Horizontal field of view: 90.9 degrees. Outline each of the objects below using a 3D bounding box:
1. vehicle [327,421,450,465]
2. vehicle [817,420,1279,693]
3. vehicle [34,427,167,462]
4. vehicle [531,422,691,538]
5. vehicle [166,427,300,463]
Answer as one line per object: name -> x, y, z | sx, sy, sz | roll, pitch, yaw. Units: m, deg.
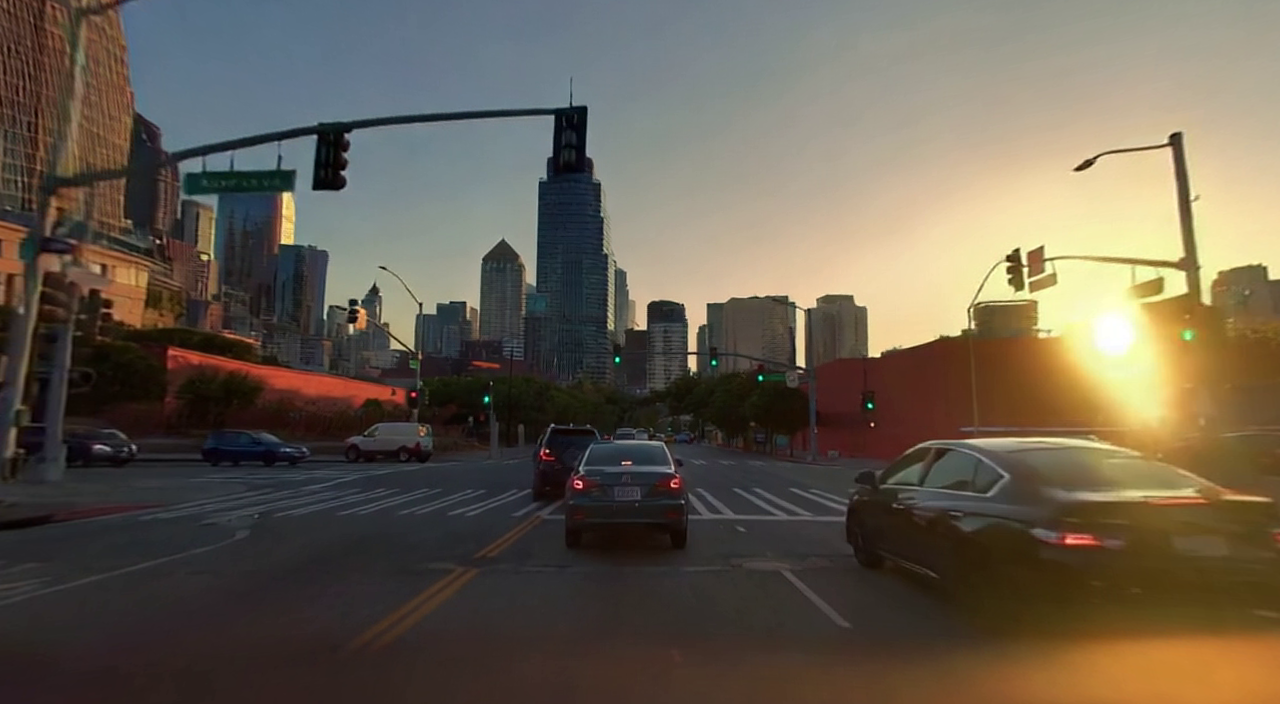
vehicle -> -10.439, 3.789, 26.239 | 4.556, 1.689, 1.982 | -3, -9, 21
vehicle -> 3.232, 1.411, 5.669 | 1.942, 1.443, 4.468 | 0, -8, -1
vehicle -> -23.726, 4.075, 27.827 | 4.243, 1.454, 1.789 | 0, -8, 1
vehicle -> -0.432, 1.896, 9.974 | 2.031, 1.461, 3.763 | 0, -8, -2
vehicle -> -17.552, 4.022, 27.348 | 4.511, 1.483, 1.877 | 0, -8, 1
